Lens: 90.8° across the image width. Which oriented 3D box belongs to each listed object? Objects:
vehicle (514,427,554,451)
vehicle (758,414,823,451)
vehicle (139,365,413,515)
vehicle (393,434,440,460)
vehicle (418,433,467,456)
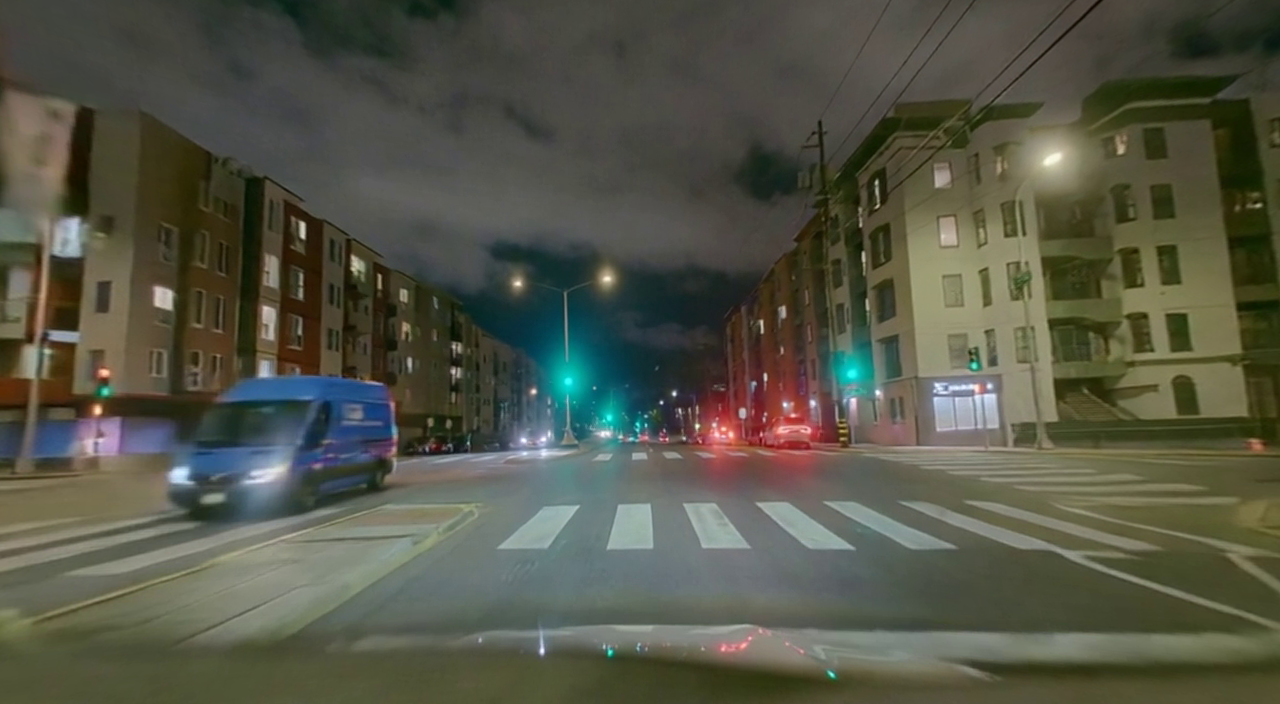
[{"bbox_3d":[-7.699,6.412,46.351,2.180,1.608,4.321,0,-8,0],"label":"vehicle"},{"bbox_3d":[7.329,4.039,31.348,1.996,1.704,4.490,0,-8,-2],"label":"vehicle"},{"bbox_3d":[-6.982,1.778,13.178,2.515,2.476,5.364,0,-7,-1],"label":"vehicle"},{"bbox_3d":[-15.006,6.346,42.579,1.879,1.507,3.745,0,-6,-2],"label":"vehicle"},{"bbox_3d":[-15.015,7.070,48.365,2.124,1.626,4.908,0,-8,1],"label":"vehicle"}]
